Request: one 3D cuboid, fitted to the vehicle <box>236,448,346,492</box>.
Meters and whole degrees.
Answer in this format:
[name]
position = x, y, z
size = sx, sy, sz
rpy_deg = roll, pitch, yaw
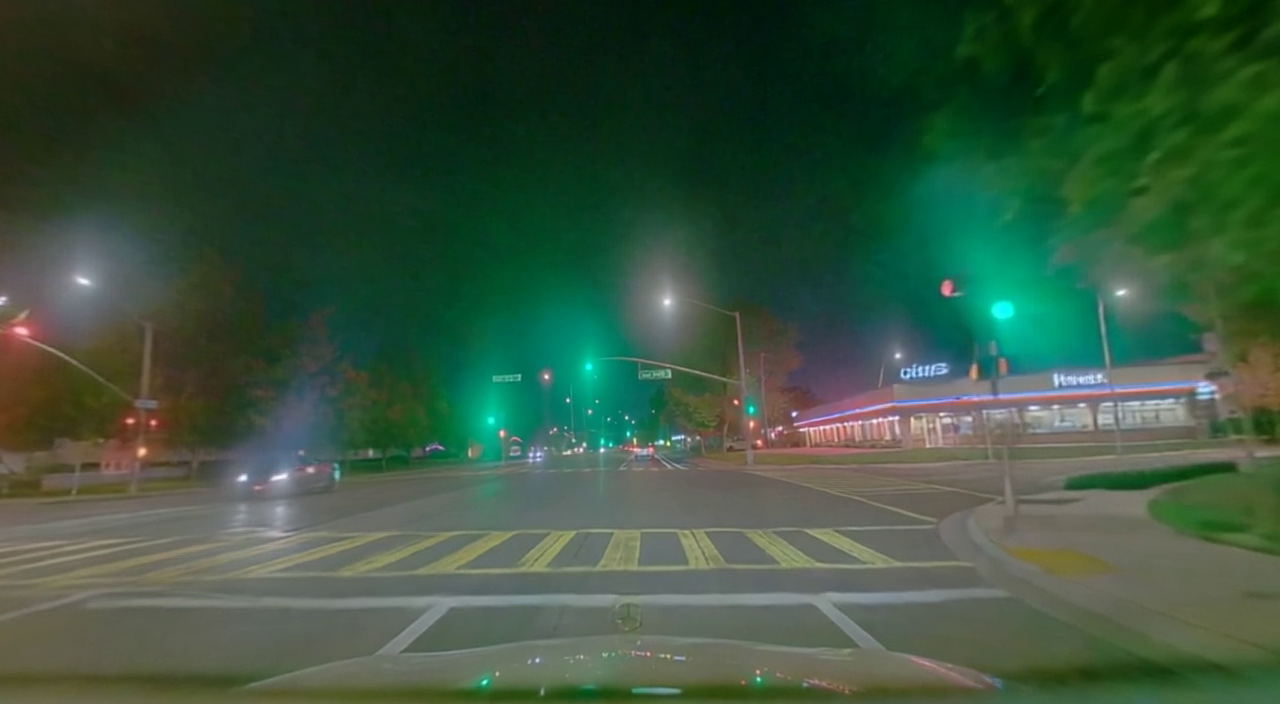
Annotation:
[vehicle]
position = -15.615, 5.268, 28.654
size = 2.071, 1.800, 4.954
rpy_deg = 0, -8, 2
